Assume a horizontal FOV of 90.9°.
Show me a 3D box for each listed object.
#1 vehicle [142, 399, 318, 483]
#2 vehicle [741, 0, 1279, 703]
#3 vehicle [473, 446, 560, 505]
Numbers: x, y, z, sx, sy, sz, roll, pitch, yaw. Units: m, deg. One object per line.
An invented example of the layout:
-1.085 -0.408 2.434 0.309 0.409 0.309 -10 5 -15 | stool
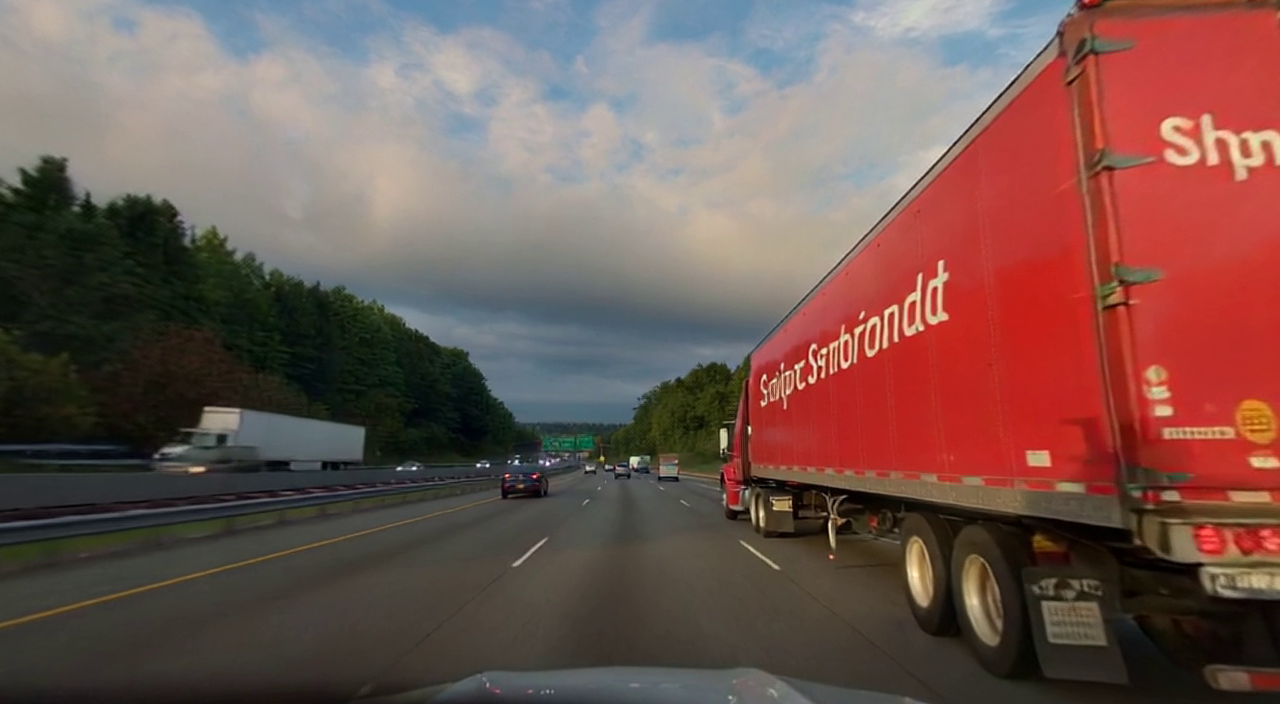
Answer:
-21.131 4.918 33.525 2.966 3.783 9.511 1 -10 -1 | vehicle
4.176 0.783 8.827 2.992 4.300 13.967 1 -10 -1 | vehicle
-4.104 4.249 21.846 2.070 1.775 4.646 1 -10 0 | vehicle
